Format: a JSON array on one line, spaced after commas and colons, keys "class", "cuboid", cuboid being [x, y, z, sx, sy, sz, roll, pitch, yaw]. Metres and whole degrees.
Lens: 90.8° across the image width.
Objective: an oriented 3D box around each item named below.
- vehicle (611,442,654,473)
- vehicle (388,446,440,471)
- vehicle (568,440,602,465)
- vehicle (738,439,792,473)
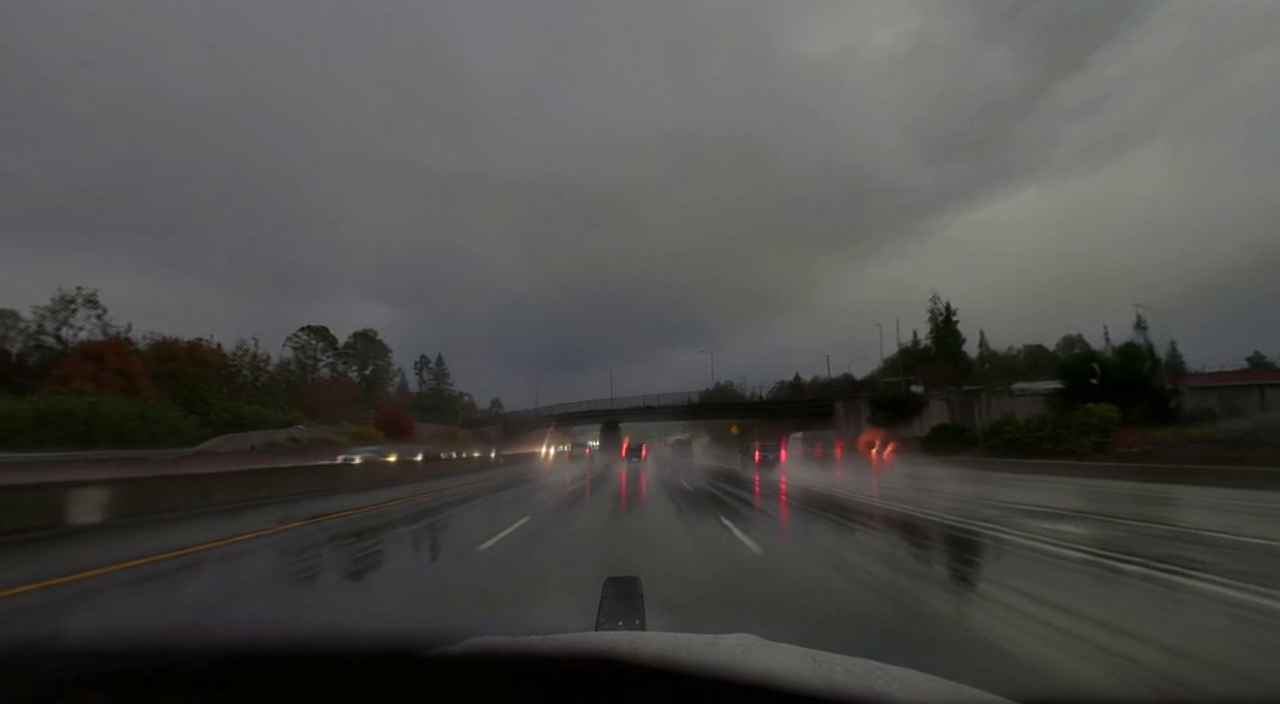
[{"class": "vehicle", "cuboid": [-0.393, 5.407, 32.483, 2.075, 1.486, 4.007, 0, -9, 0]}, {"class": "vehicle", "cuboid": [-14.035, 6.625, 39.485, 1.811, 1.496, 3.954, 0, -9, 0]}, {"class": "vehicle", "cuboid": [-4.094, 7.578, 47.642, 2.113, 1.756, 4.471, 0, -9, 0]}, {"class": "vehicle", "cuboid": [6.408, 5.379, 32.795, 1.936, 1.625, 3.991, 0, -9, -1]}]
